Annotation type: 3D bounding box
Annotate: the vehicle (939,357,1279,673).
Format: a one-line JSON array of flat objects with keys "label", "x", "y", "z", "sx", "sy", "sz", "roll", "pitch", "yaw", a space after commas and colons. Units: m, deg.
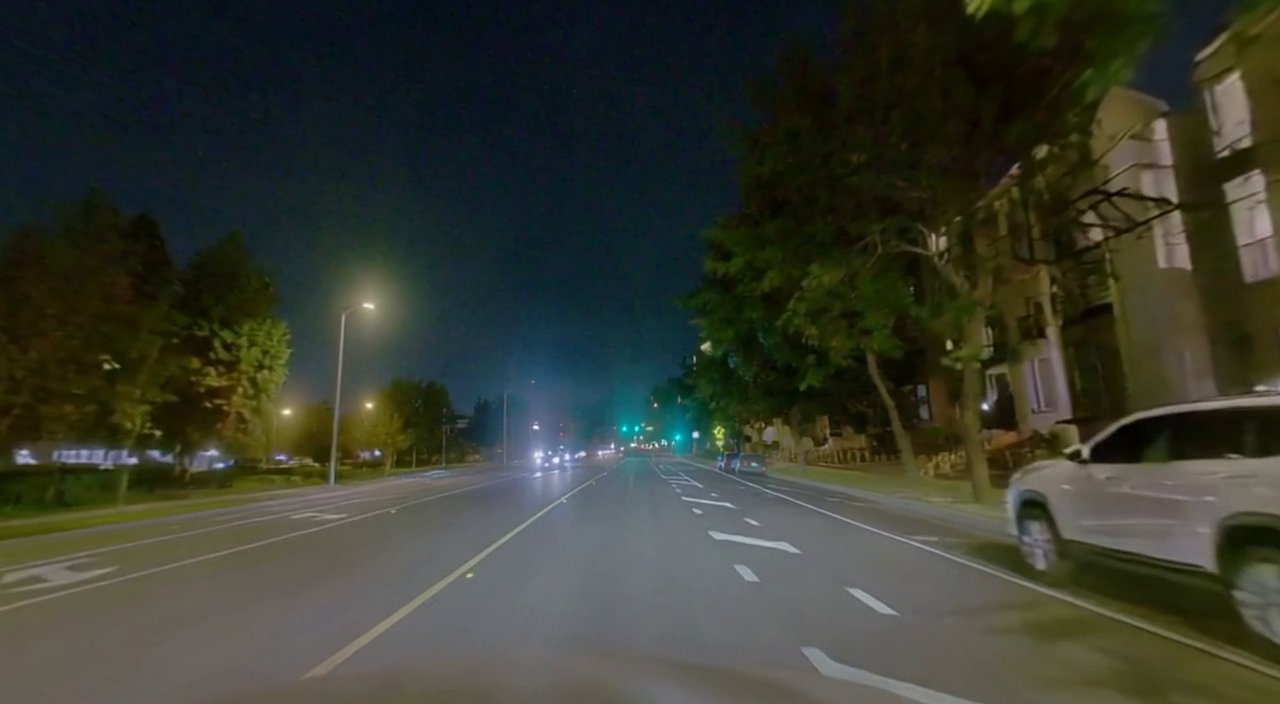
[{"label": "vehicle", "x": 4.830, "y": 1.188, "z": 5.264, "sx": 2.115, "sy": 1.843, "sz": 5.141, "roll": 0, "pitch": -8, "yaw": 0}]
